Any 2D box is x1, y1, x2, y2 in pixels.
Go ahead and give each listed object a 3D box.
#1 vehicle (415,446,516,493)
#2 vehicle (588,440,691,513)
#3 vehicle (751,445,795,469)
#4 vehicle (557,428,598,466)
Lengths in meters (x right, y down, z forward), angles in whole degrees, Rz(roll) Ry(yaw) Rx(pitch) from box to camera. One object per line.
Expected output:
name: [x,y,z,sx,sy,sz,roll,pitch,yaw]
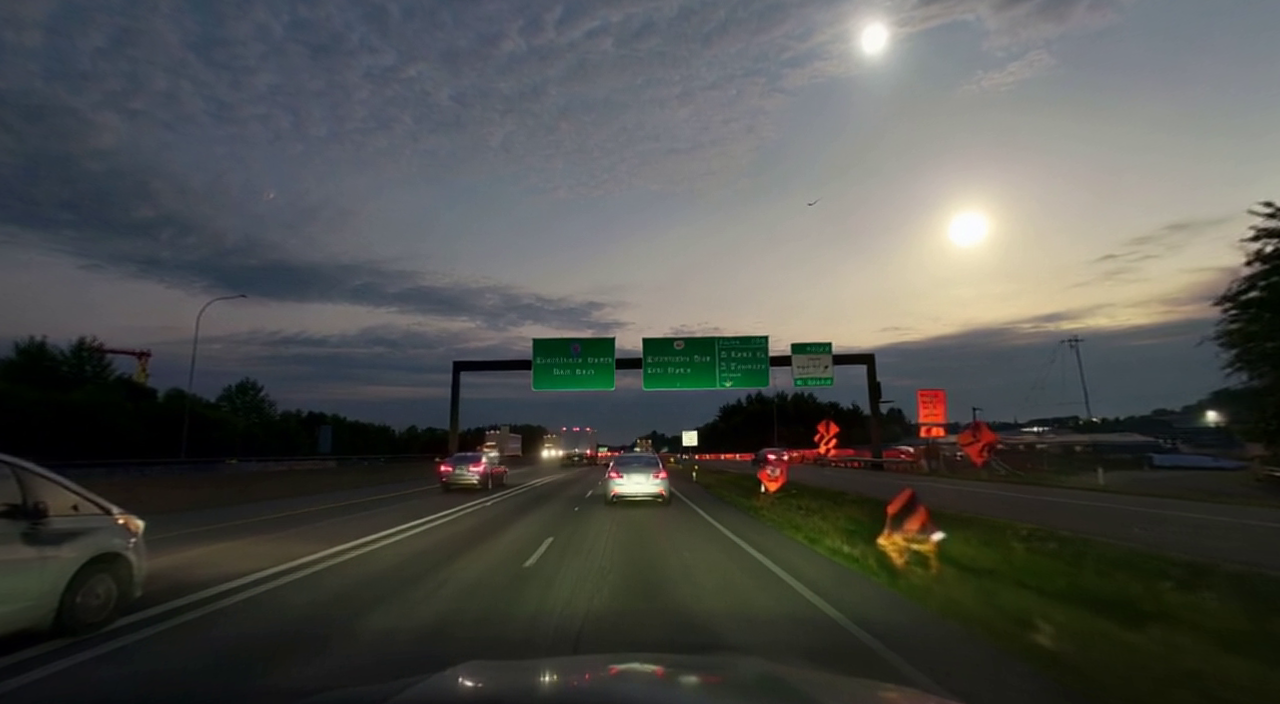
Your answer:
vehicle: [-5.706,3.885,21.158,2.063,1.417,4.000,-1,-9,3]
vehicle: [-0.050,2.807,14.614,2.080,1.451,3.512,0,-9,-1]
vehicle: [8.499,6.734,40.494,1.871,1.460,3.754,0,-9,-2]
vehicle: [-4.511,7.048,46.573,2.326,2.645,6.249,0,-9,1]
